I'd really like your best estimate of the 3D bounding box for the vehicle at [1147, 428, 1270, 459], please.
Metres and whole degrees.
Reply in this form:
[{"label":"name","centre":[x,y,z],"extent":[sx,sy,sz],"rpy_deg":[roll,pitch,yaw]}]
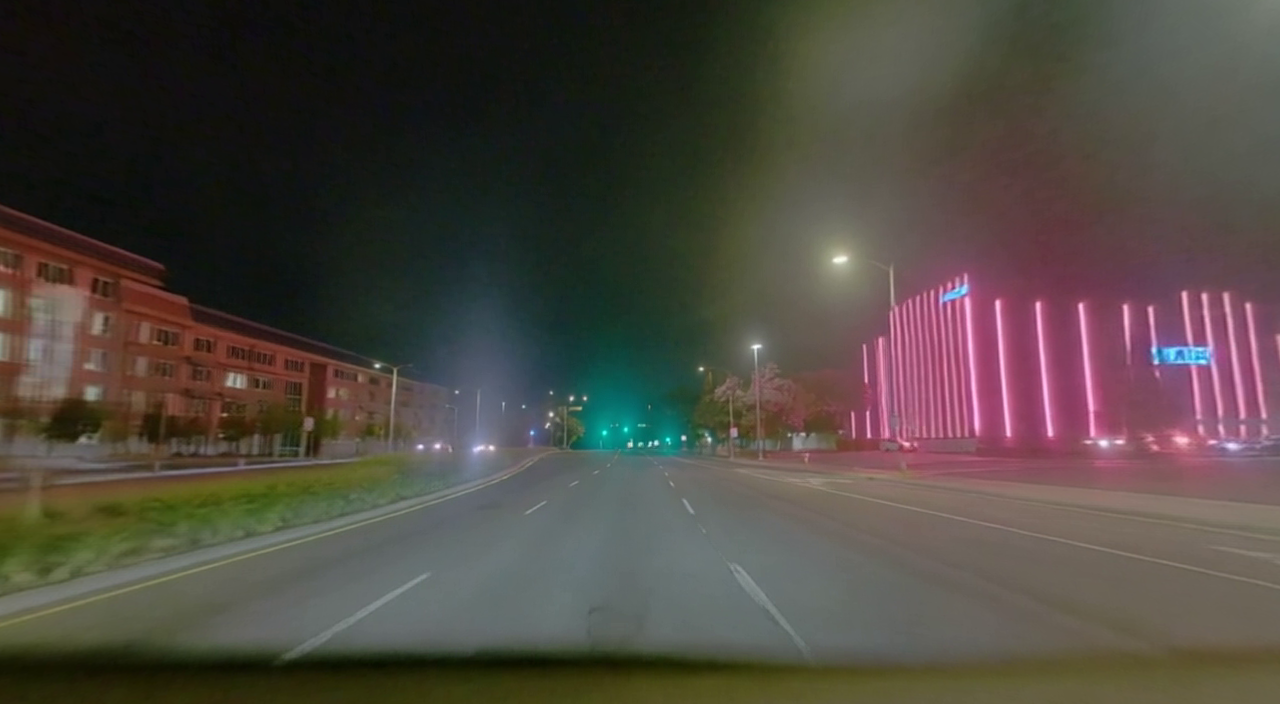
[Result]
[{"label":"vehicle","centre":[36.374,5.887,40.503],"extent":[5.218,1.927,2.387],"rpy_deg":[-1,-9,10]}]
